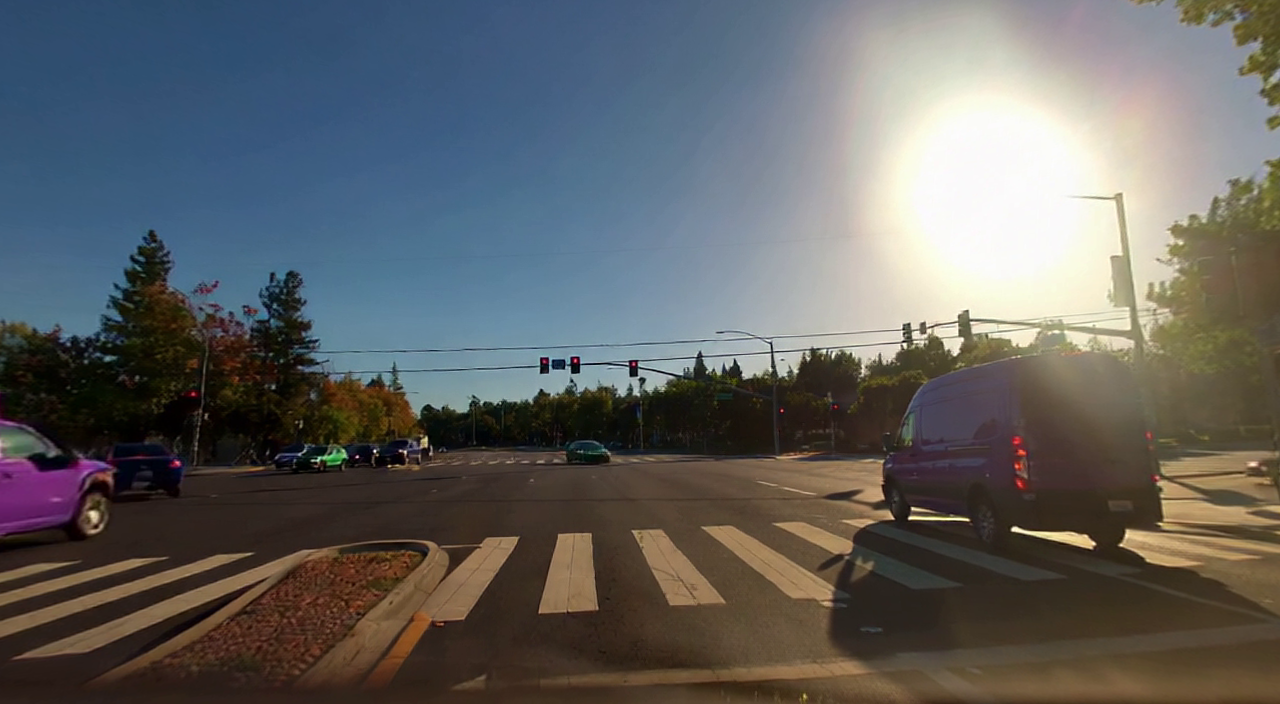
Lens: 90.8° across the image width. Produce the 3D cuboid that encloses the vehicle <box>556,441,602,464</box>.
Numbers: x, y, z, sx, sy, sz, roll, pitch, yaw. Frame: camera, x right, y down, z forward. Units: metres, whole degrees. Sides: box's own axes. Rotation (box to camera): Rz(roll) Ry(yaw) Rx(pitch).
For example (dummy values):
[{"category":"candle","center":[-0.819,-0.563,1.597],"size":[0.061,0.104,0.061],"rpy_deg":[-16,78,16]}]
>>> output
[{"category":"vehicle","center":[-4.003,6.501,41.024],"size":[1.907,1.409,3.909],"rpy_deg":[3,-9,-21]}]

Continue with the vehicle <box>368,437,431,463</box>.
[{"category":"vehicle","center":[-17.388,7.148,46.005],"size":[2.189,1.753,4.785],"rpy_deg":[-1,-9,8]}]

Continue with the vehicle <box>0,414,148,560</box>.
[{"category":"vehicle","center":[-8.457,1.595,7.539],"size":[2.115,1.653,4.553],"rpy_deg":[1,-9,-11]}]

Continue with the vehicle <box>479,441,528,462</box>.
[{"category":"vehicle","center":[-10.154,7.469,47.400],"size":[2.097,1.484,4.596],"rpy_deg":[-1,-9,8]}]

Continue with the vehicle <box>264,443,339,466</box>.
[{"category":"vehicle","center":[-21.841,6.644,40.998],"size":[1.859,1.415,4.591],"rpy_deg":[-1,-9,8]}]

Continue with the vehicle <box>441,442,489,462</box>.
[{"category":"vehicle","center":[-13.189,7.590,47.854],"size":[1.845,1.426,4.289],"rpy_deg":[-1,-9,8]}]

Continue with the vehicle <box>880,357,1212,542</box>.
[{"category":"vehicle","center":[6.553,1.715,11.343],"size":[2.332,2.511,5.326],"rpy_deg":[0,-9,0]}]

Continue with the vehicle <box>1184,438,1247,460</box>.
[{"category":"vehicle","center":[39.050,6.556,42.850],"size":[4.010,1.452,1.800],"rpy_deg":[5,-10,-29]}]
